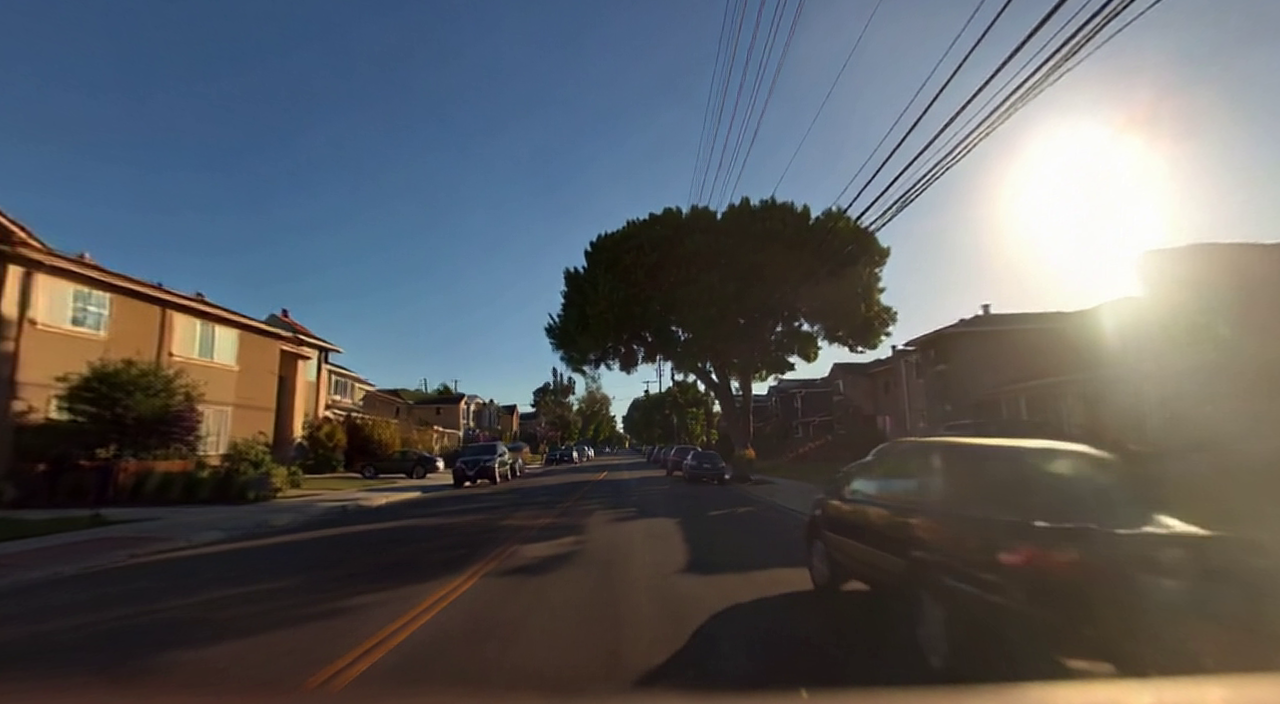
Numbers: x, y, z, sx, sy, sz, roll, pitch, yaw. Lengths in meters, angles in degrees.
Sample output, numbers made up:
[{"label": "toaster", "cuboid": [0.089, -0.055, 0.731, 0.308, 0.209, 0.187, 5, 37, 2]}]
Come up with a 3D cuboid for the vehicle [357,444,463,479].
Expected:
[{"label": "vehicle", "cuboid": [-11.739, 5.605, 32.514, 4.529, 1.677, 2.204, 0, -9, 0]}]

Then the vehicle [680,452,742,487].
[{"label": "vehicle", "cuboid": [2.790, 4.714, 25.630, 1.827, 1.286, 3.684, 1, -9, -5]}]

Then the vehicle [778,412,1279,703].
[{"label": "vehicle", "cuboid": [2.754, 1.375, 5.089, 2.273, 1.530, 4.416, 0, -9, 0]}]

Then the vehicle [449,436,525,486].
[{"label": "vehicle", "cuboid": [-6.588, 4.868, 27.827, 2.156, 1.932, 4.518, -2, -12, 1]}]
